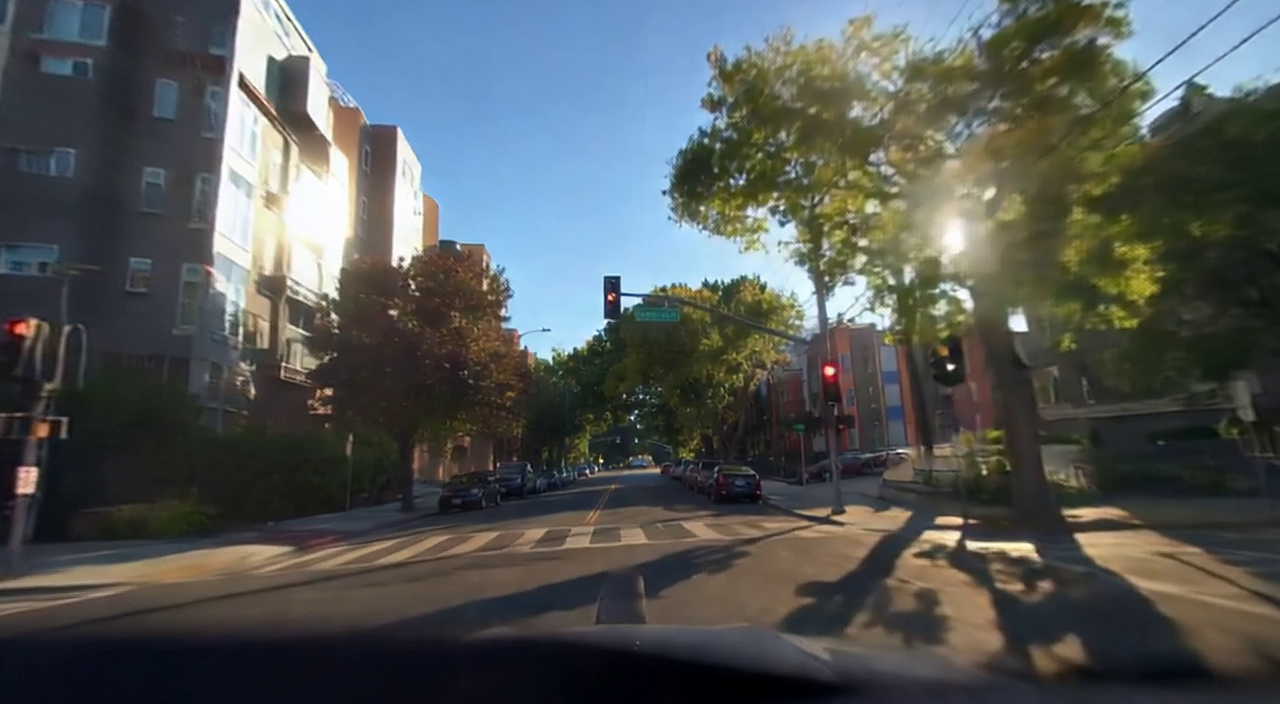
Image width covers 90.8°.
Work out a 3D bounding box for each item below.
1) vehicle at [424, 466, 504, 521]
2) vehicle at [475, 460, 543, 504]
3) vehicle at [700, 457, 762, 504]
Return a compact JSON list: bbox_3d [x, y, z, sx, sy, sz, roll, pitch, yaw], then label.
[{"bbox_3d":[-6.648,5.349,24.350,1.763,1.612,4.462,-7,-9,-2],"label":"vehicle"},{"bbox_3d":[-6.396,6.384,31.357,2.175,1.849,4.725,-4,-10,2],"label":"vehicle"},{"bbox_3d":[3.640,5.237,26.159,1.924,1.657,4.665,1,-9,0],"label":"vehicle"}]
